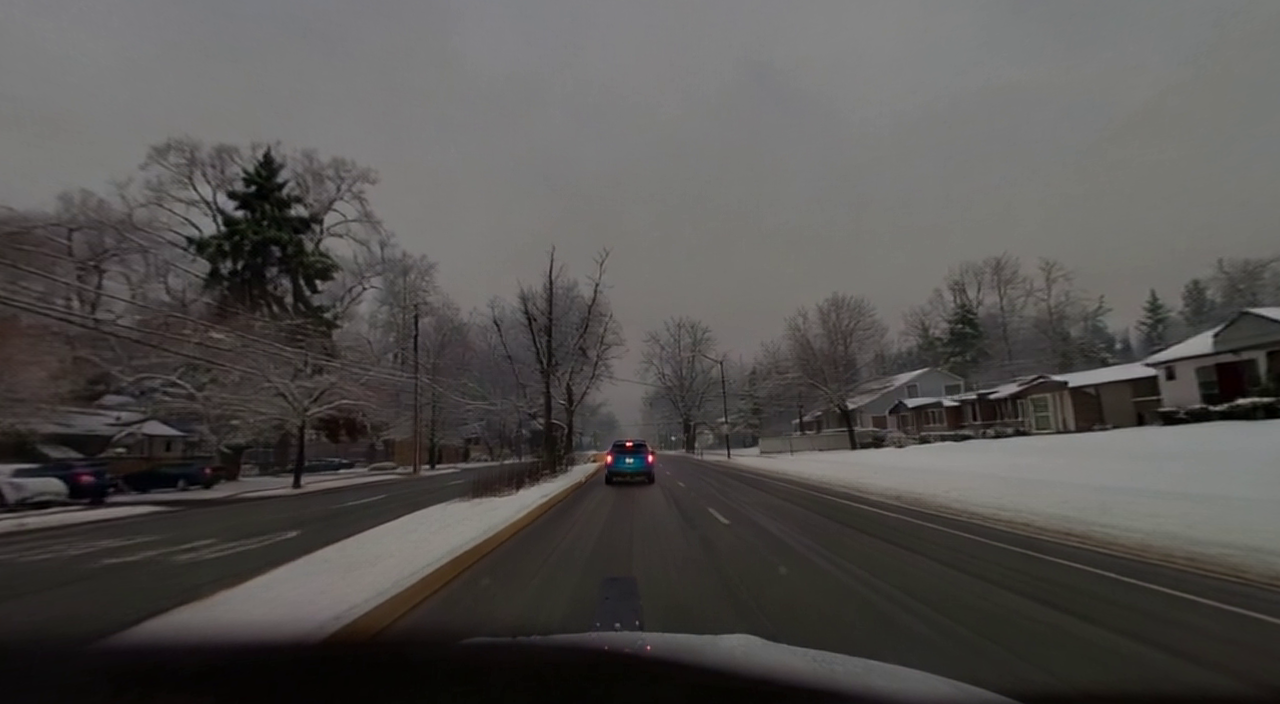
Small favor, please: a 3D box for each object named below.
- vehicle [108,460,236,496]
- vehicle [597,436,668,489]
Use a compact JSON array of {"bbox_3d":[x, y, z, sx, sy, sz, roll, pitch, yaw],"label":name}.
[{"bbox_3d":[-21.620,5.817,29.323,4.366,1.526,1.921,0,-9,0],"label":"vehicle"},{"bbox_3d":[-0.240,3.755,21.801,2.181,1.639,4.127,0,-9,0],"label":"vehicle"}]
